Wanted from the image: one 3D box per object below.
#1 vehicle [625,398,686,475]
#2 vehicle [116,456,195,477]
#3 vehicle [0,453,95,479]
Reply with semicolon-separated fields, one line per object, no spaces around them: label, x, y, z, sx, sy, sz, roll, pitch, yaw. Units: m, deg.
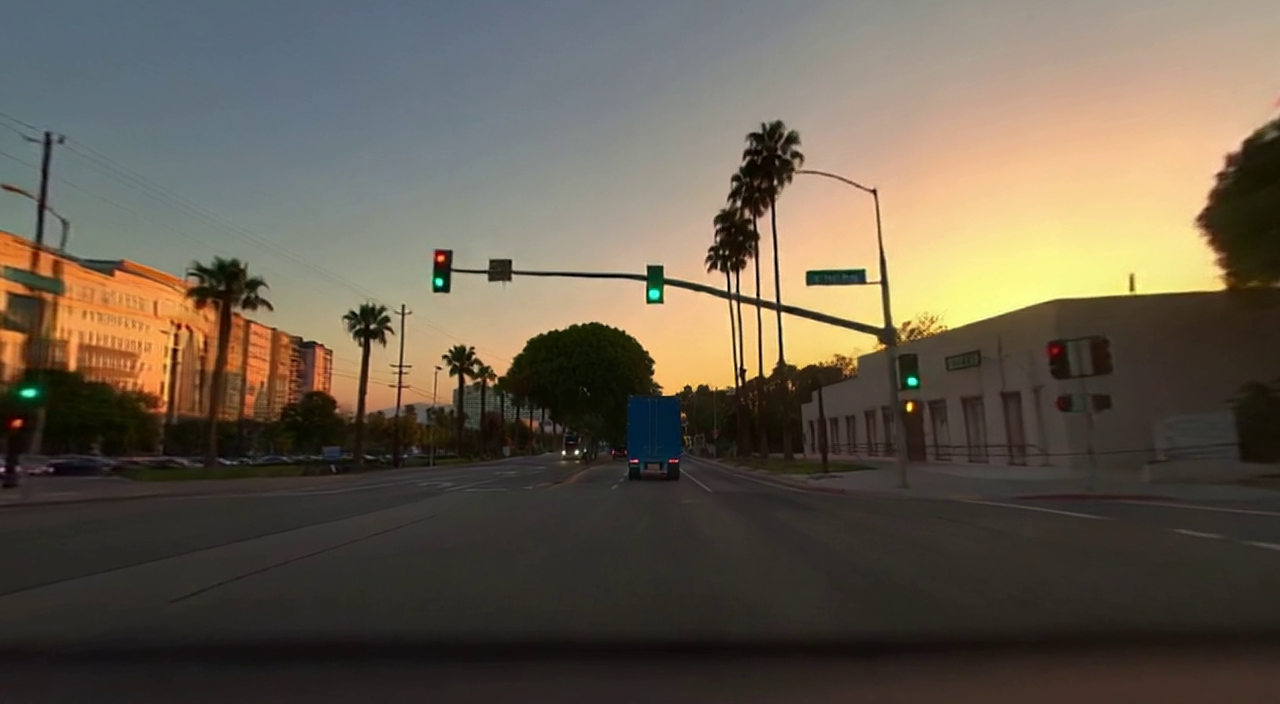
vehicle;0.672;5.224;38.147;2.992;3.949;11.815;0;-9;-2
vehicle;-36.179;8.530;46.903;4.392;1.472;1.854;0;-9;2
vehicle;-36.311;6.969;38.435;4.069;1.505;1.980;0;-9;3
